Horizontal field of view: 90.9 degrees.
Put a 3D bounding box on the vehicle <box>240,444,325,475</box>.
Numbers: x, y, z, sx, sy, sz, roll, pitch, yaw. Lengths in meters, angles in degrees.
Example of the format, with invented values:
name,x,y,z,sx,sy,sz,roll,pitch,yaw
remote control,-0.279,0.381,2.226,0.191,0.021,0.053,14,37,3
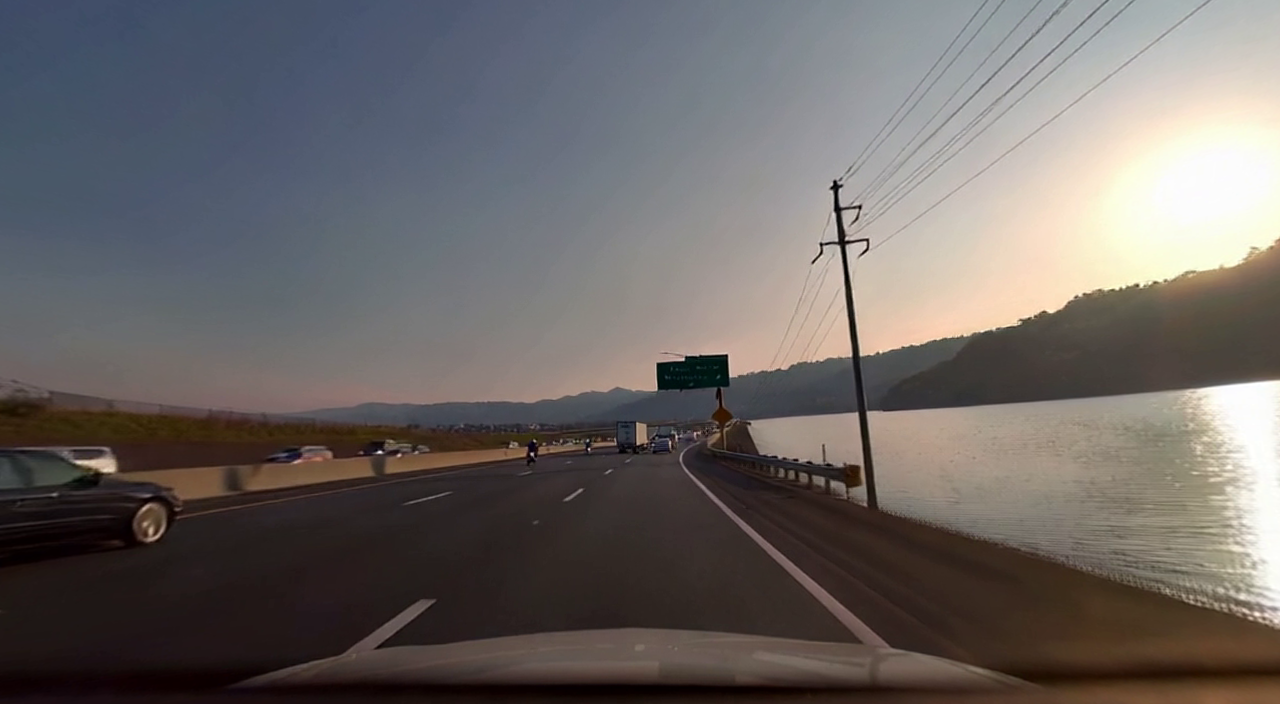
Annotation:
name,x,y,z,sx,sy,sz,roll,pitch,yaw
vehicle,-20.127,6.034,35.736,1.935,1.645,4.635,-1,-8,2

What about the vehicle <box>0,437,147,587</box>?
name,x,y,z,sx,sy,sz,roll,pitch,yaw
vehicle,-7.537,1.601,6.188,1.944,1.517,4.121,-1,-8,2

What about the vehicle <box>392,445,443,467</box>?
name,x,y,z,sx,sy,sz,roll,pitch,yaw
vehicle,-16.051,7.519,45.748,1.852,1.452,4.529,-1,-8,3
